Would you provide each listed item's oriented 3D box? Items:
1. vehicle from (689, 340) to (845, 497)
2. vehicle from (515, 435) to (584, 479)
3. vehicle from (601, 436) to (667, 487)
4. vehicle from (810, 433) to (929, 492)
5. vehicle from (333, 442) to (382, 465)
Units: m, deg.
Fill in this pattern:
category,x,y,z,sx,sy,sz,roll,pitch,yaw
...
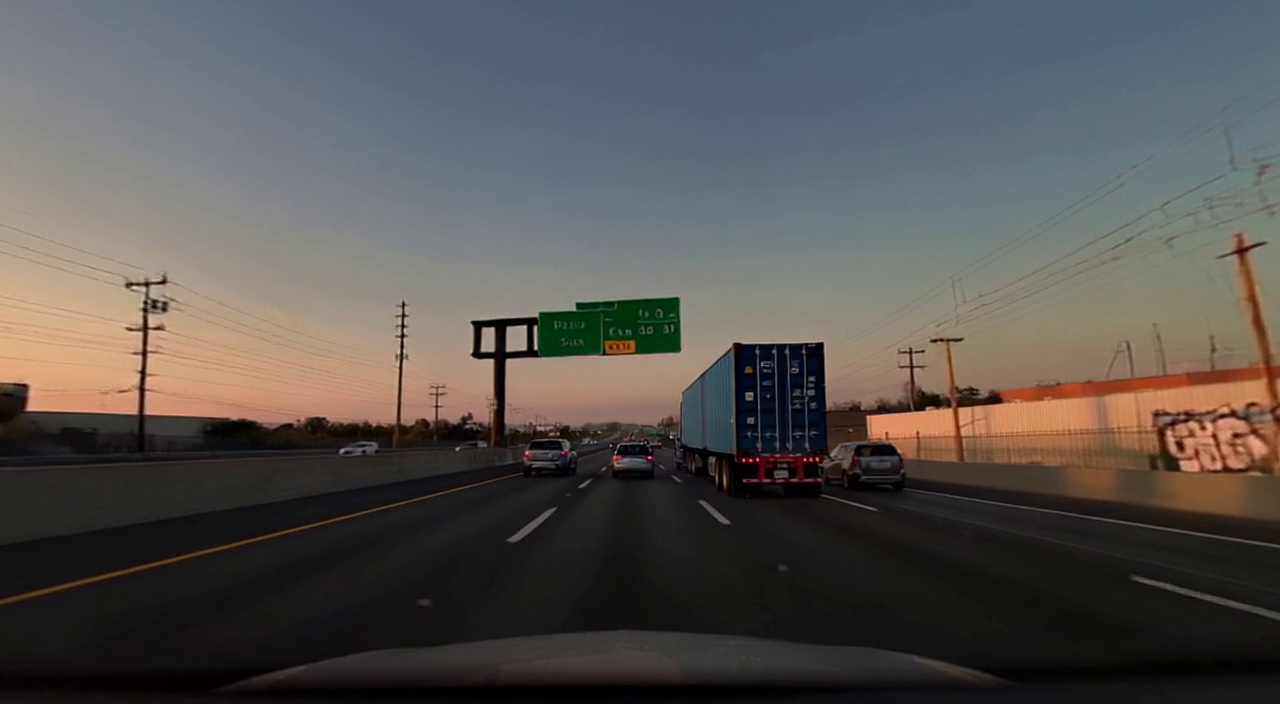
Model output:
category,x,y,z,sx,sy,sz,roll,pitch,yaw
vehicle,3.753,2.688,22.899,2.800,4.039,13.179,0,-9,-1
vehicle,-3.940,4.696,28.391,2.264,1.804,4.584,0,-9,2
vehicle,-0.198,3.959,23.159,2.191,1.685,4.015,0,-9,0
vehicle,7.398,3.616,21.005,2.202,1.731,4.628,0,-9,0
vehicle,-21.846,7.876,49.029,1.869,1.663,4.408,0,-9,-1
